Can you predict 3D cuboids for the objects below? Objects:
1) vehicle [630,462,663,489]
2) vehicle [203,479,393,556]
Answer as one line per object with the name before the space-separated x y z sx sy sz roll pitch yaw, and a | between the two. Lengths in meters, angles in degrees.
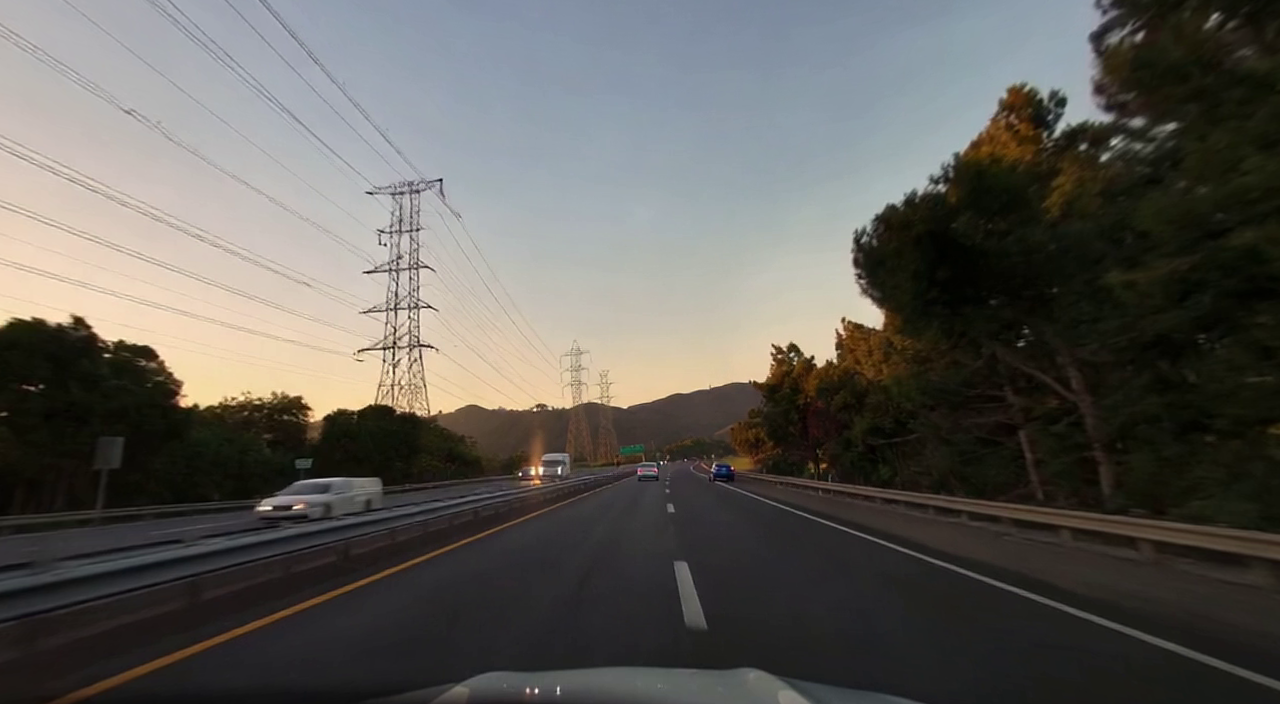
vehicle | 0.447 8.004 40.890 2.038 1.596 4.246 1 -10 2
vehicle | -8.058 3.913 15.449 1.858 1.450 4.656 0 -10 3
